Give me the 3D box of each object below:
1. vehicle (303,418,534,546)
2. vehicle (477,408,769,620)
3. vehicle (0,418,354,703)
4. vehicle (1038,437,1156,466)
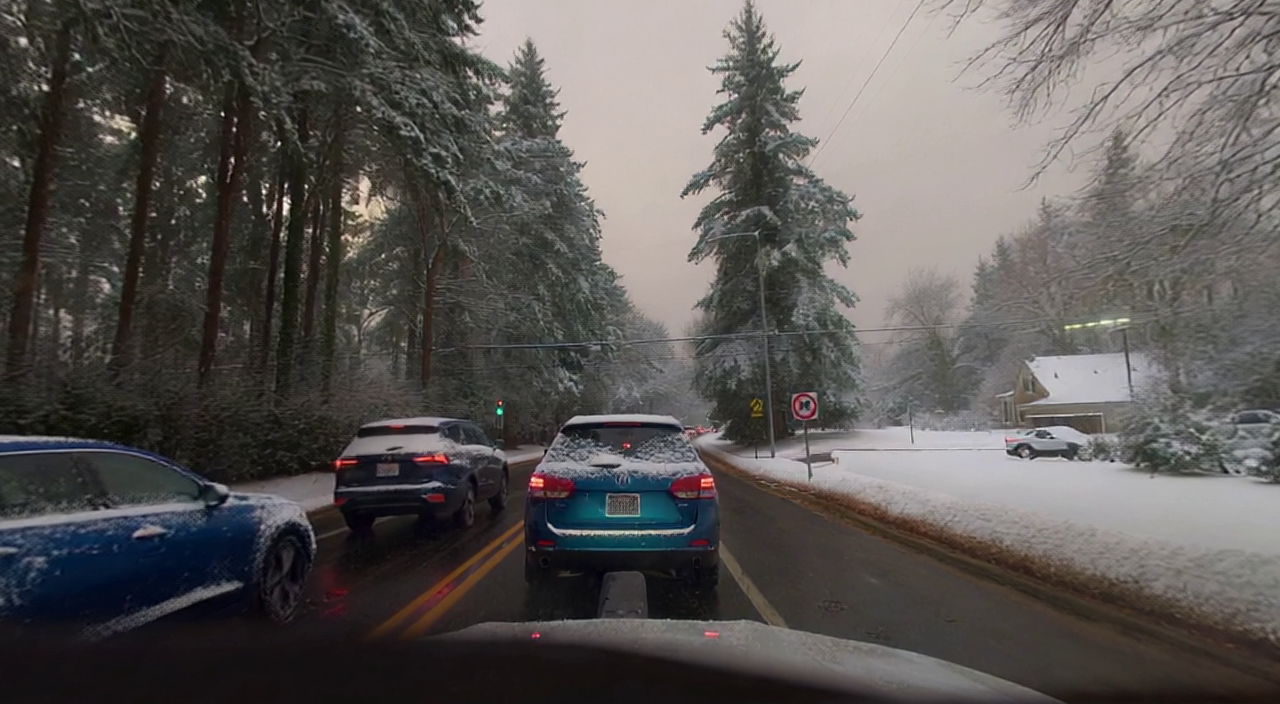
[{"bbox_3d":[-3.446,2.125,11.053,2.188,1.745,4.618,0,-8,2],"label":"vehicle"},{"bbox_3d":[-0.036,1.521,6.842,2.229,1.591,3.897,-1,-8,3],"label":"vehicle"},{"bbox_3d":[-3.711,1.159,3.647,1.922,1.464,4.424,0,-8,2],"label":"vehicle"},{"bbox_3d":[28.464,6.207,39.457,5.955,1.702,2.166,1,-8,-6],"label":"vehicle"}]
